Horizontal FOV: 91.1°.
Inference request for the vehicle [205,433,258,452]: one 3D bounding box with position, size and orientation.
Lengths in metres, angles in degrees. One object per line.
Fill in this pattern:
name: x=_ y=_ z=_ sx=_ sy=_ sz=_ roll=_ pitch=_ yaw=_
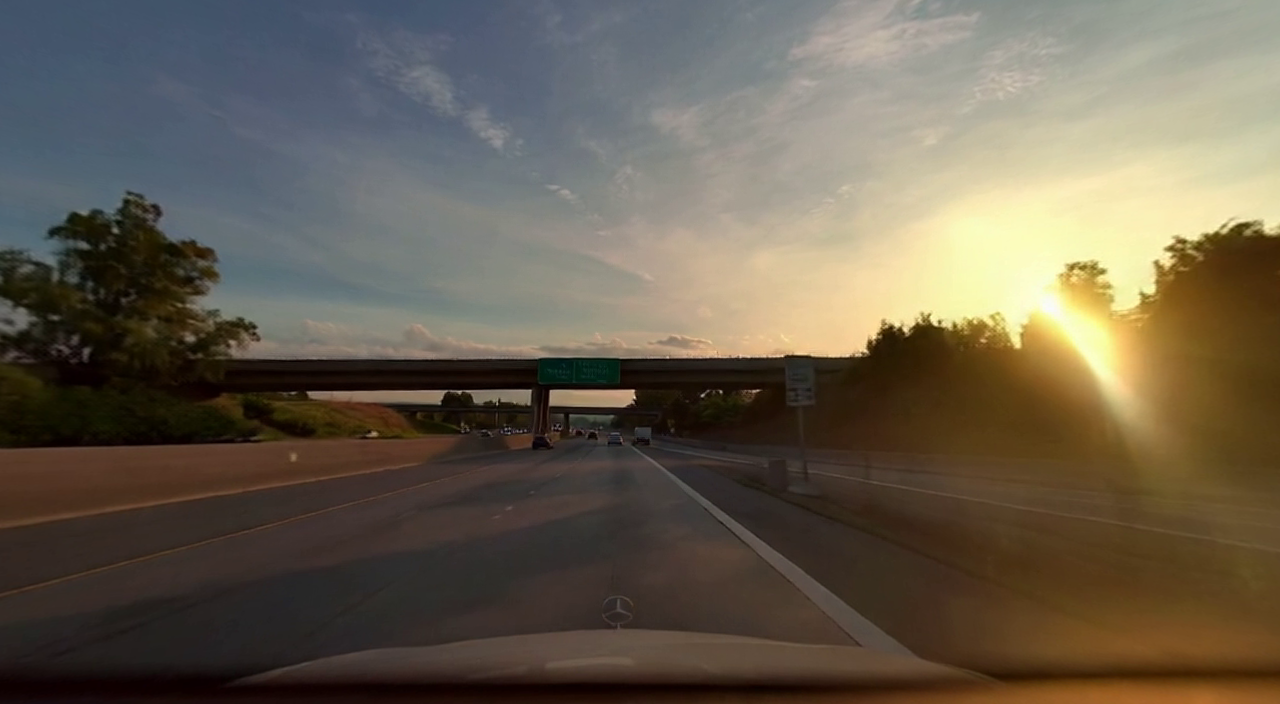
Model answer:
vehicle: x=-31.746 y=7.022 z=48.945 sx=1.715 sy=1.396 sz=3.759 roll=0 pitch=-8 yaw=-2
